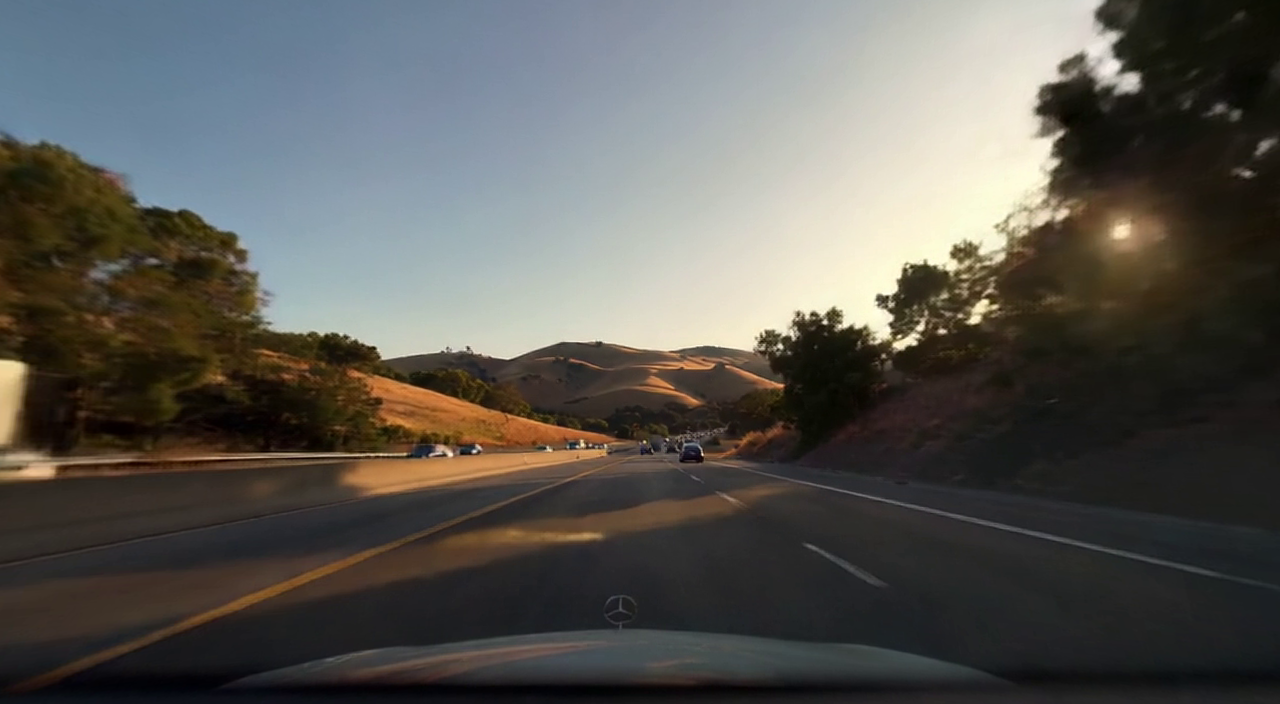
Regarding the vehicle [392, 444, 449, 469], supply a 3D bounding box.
[{"bbox_3d":[-15.469,7.364,44.616,2.074,1.685,4.866,0,-9,3],"label":"vehicle"}]
